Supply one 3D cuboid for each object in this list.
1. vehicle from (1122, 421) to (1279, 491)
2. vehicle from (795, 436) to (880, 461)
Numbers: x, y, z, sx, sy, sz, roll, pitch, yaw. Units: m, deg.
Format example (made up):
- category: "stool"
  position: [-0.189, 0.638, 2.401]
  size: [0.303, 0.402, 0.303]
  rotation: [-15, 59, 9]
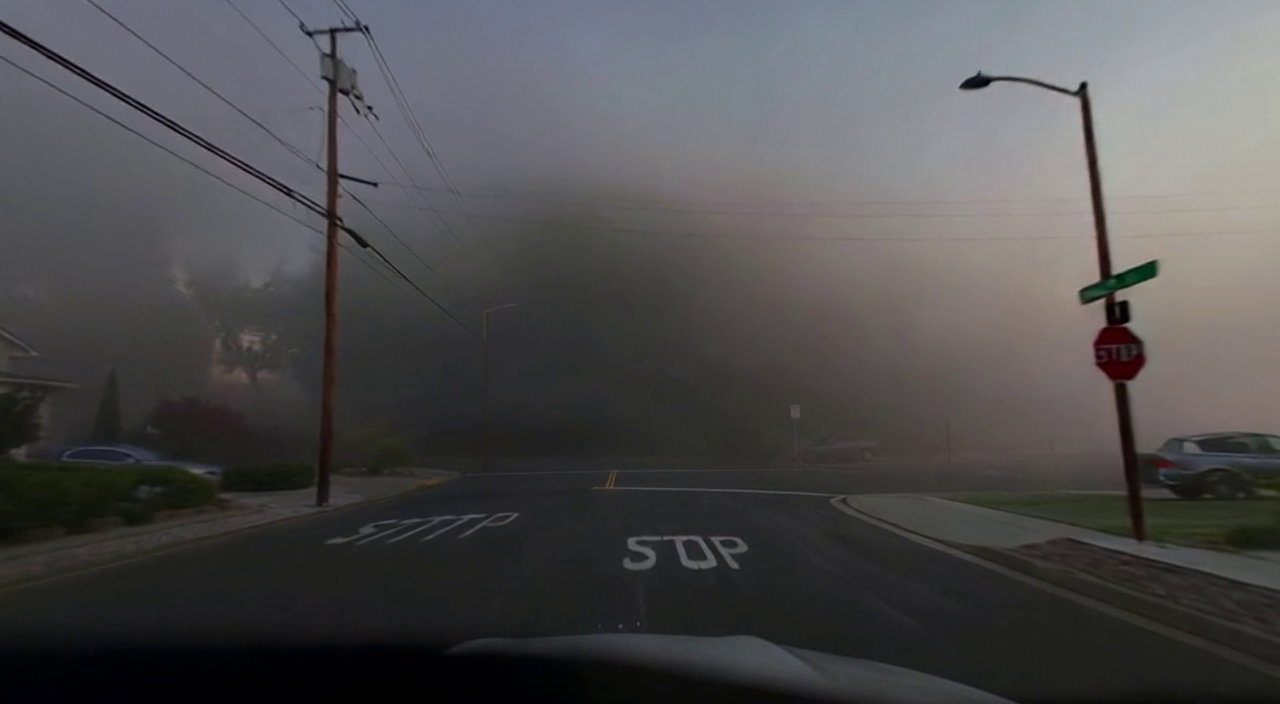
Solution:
- category: "vehicle"
  position: [14.515, 2.403, 14.752]
  size: [4.737, 1.493, 2.001]
  rotation: [-1, -8, 3]
- category: "vehicle"
  position: [11.912, 5.824, 38.240]
  size: [4.452, 1.482, 2.017]
  rotation: [2, -8, -12]
